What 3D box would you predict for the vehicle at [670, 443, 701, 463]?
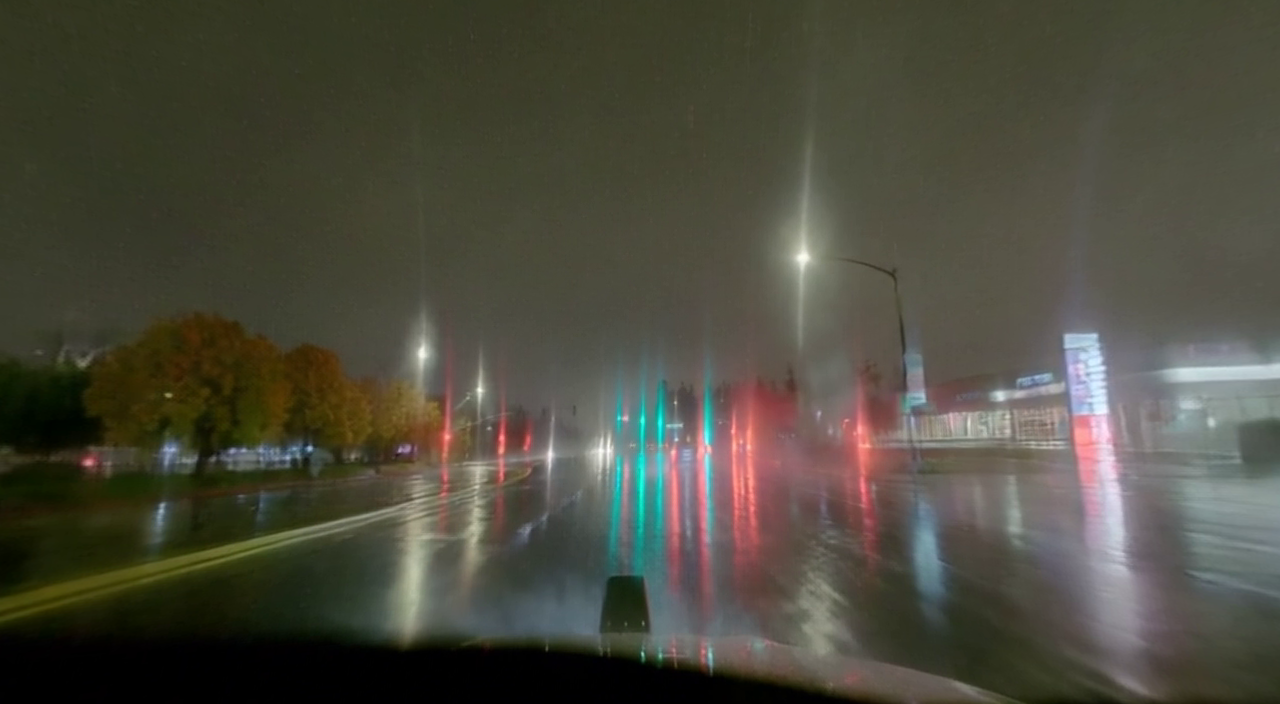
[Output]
[{"bbox_3d":[3.459,7.763,48.722,2.057,1.470,4.454,0,-8,0],"label":"vehicle"}]
